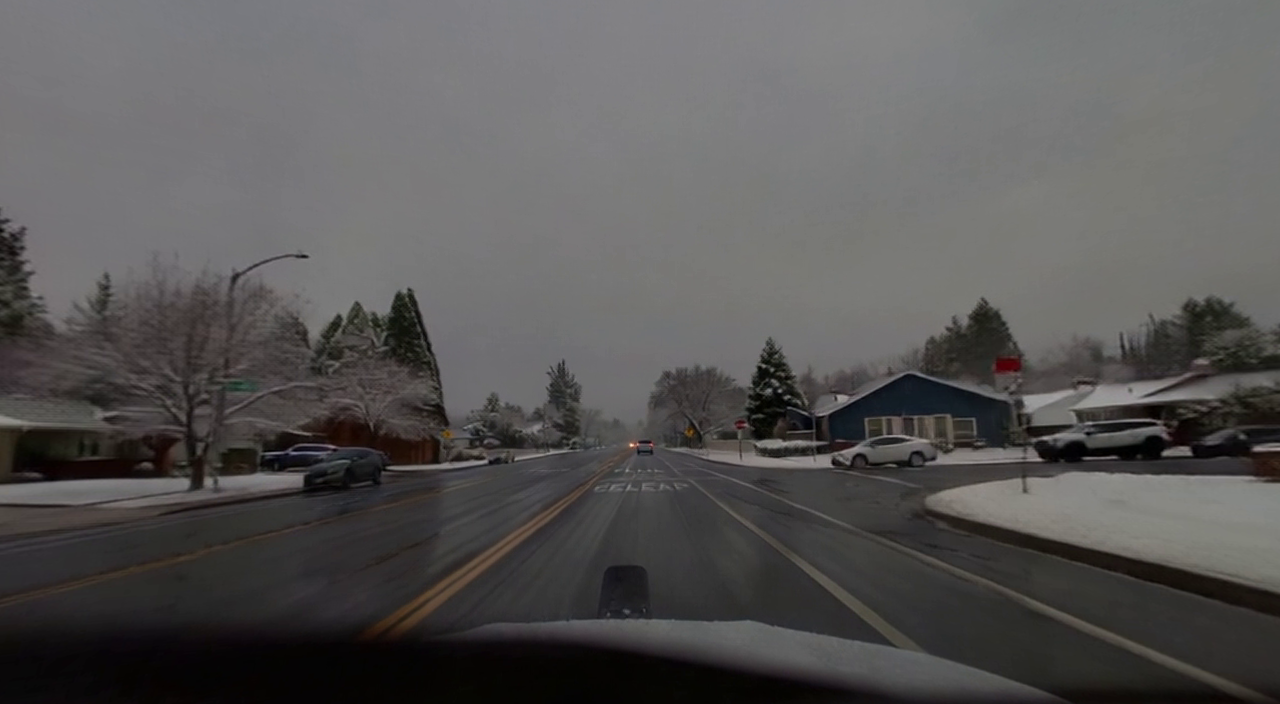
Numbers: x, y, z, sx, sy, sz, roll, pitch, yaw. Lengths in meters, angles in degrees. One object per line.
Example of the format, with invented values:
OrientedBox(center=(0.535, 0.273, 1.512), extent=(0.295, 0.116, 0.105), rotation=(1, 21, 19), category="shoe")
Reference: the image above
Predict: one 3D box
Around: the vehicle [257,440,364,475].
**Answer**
OrientedBox(center=(-19.652, 6.285, 37.804), extent=(4.969, 1.995, 2.462), rotation=(0, -8, 0), category="vehicle")

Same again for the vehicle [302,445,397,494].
OrientedBox(center=(-12.501, 5.036, 27.435), extent=(1.965, 1.653, 4.488), rotation=(-3, -6, 1), category="vehicle")

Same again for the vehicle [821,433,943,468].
OrientedBox(center=(10.923, 4.505, 28.873), extent=(4.818, 1.525, 2.163), rotation=(-2, -8, 9), category="vehicle")

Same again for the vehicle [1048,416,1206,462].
OrientedBox(center=(20.842, 3.778, 27.199), extent=(4.754, 1.844, 2.272), rotation=(-1, -8, 5), category="vehicle")
